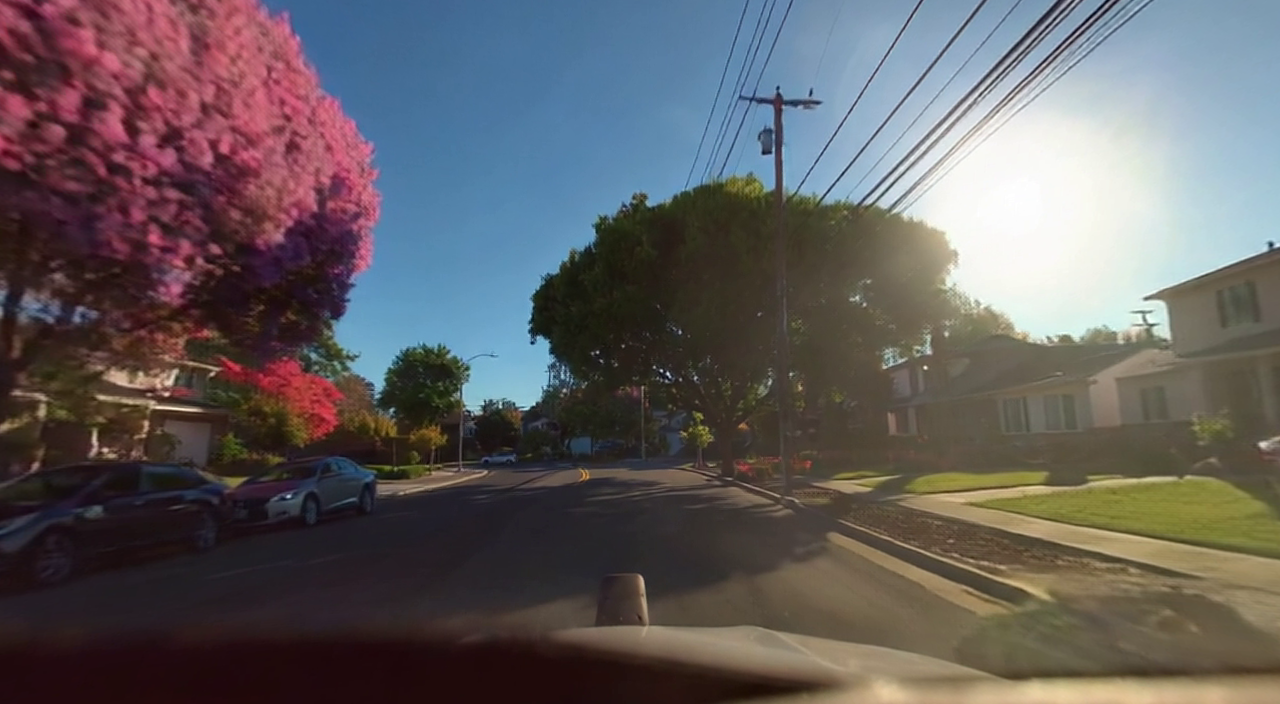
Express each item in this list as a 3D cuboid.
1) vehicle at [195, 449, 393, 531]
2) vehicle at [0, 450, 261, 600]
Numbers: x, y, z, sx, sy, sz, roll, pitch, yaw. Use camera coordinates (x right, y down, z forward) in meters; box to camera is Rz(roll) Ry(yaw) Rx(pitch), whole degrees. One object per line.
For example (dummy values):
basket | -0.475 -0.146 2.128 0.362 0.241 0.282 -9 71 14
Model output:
vehicle | -7.288 2.908 13.931 1.896 1.484 4.298 0 -9 0
vehicle | -7.529 2.087 8.459 2.034 1.493 4.524 0 -9 1
